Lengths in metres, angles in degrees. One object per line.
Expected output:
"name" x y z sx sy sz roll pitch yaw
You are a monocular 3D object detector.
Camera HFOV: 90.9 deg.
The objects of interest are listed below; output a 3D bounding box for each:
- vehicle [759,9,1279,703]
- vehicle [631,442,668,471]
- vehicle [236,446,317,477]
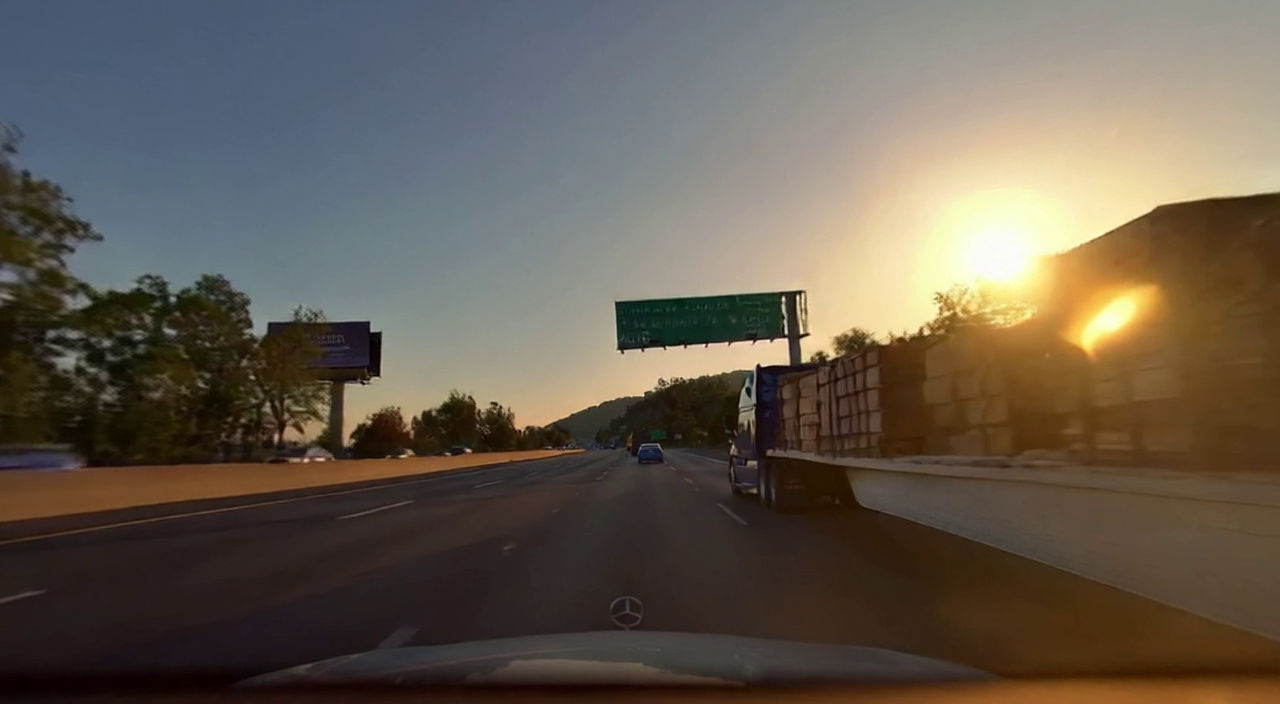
"vehicle" 4.259 0.590 5.928 2.917 3.179 18.723 0 -8 1
"vehicle" 0.516 5.994 36.445 2.042 1.528 4.300 0 -8 0
"vehicle" -21.590 6.502 37.727 1.992 1.665 4.678 0 -8 1
